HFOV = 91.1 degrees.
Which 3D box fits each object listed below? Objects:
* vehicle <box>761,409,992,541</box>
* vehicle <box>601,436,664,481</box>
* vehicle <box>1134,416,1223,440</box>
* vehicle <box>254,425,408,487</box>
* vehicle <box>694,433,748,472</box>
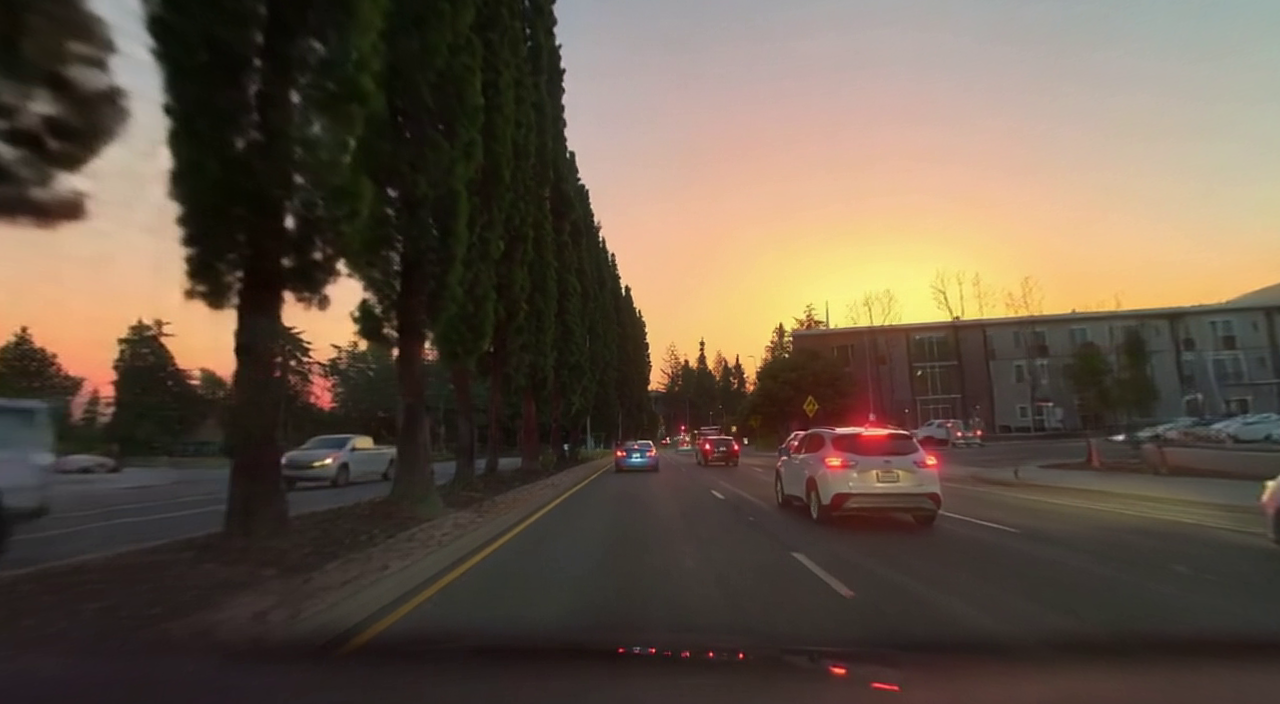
[{"bbox_3d":[3.524,1.940,10.461,2.130,1.718,4.310,0,-9,0],"label":"vehicle"},{"bbox_3d":[-0.231,3.904,23.198,2.111,1.506,4.018,0,-9,0],"label":"vehicle"},{"bbox_3d":[34.752,4.968,40.663,1.797,1.452,4.453,0,-9,0],"label":"vehicle"},{"bbox_3d":[-11.568,3.994,24.370,2.494,2.052,6.719,0,-9,1],"label":"vehicle"},{"bbox_3d":[3.845,4.883,30.564,1.982,1.709,4.427,0,-9,-1],"label":"vehicle"}]
